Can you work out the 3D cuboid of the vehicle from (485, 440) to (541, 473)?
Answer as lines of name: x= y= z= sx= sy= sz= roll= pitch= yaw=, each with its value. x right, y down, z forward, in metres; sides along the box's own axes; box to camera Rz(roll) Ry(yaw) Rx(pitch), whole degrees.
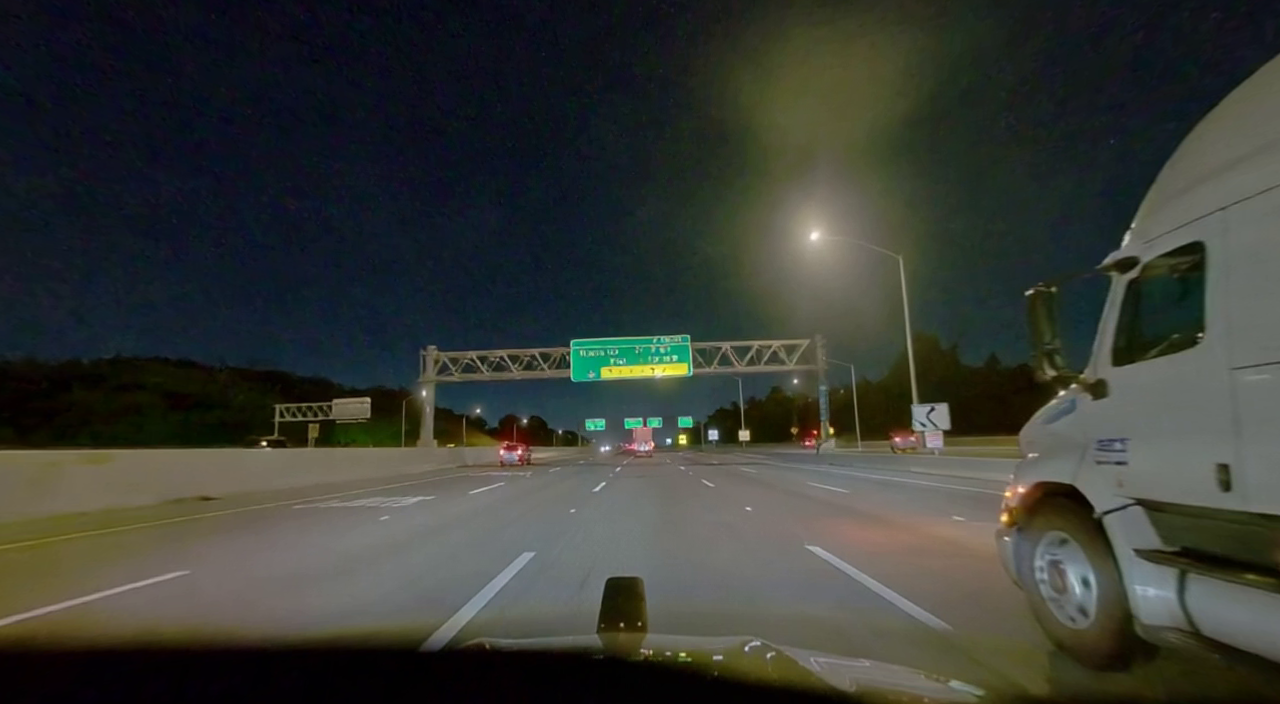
vehicle: x=-6.739 y=5.601 z=33.893 sx=1.980 sy=1.666 sz=4.562 roll=0 pitch=-8 yaw=1
